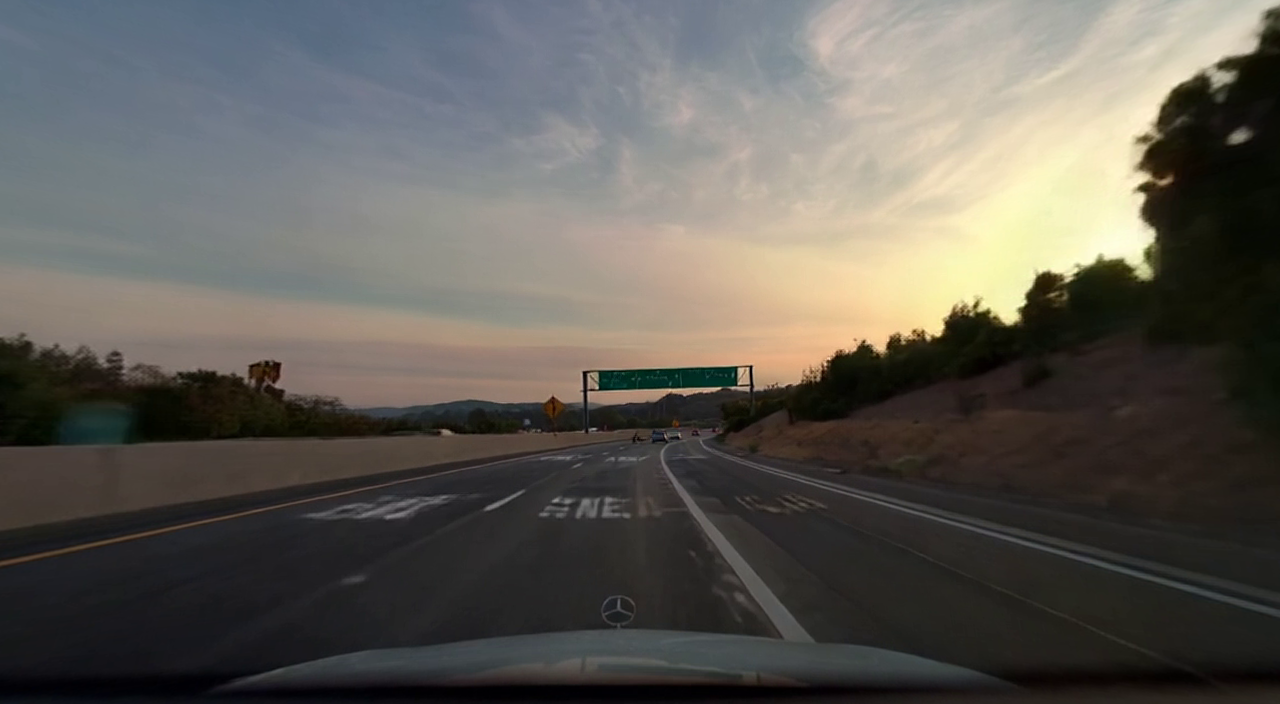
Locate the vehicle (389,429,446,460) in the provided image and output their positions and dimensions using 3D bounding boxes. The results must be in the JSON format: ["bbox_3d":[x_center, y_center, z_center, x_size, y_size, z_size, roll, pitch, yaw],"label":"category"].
[{"bbox_3d":[-15.146,6.315,43.180,2.211,1.967,4.734,0,-8,-1],"label":"vehicle"}]
